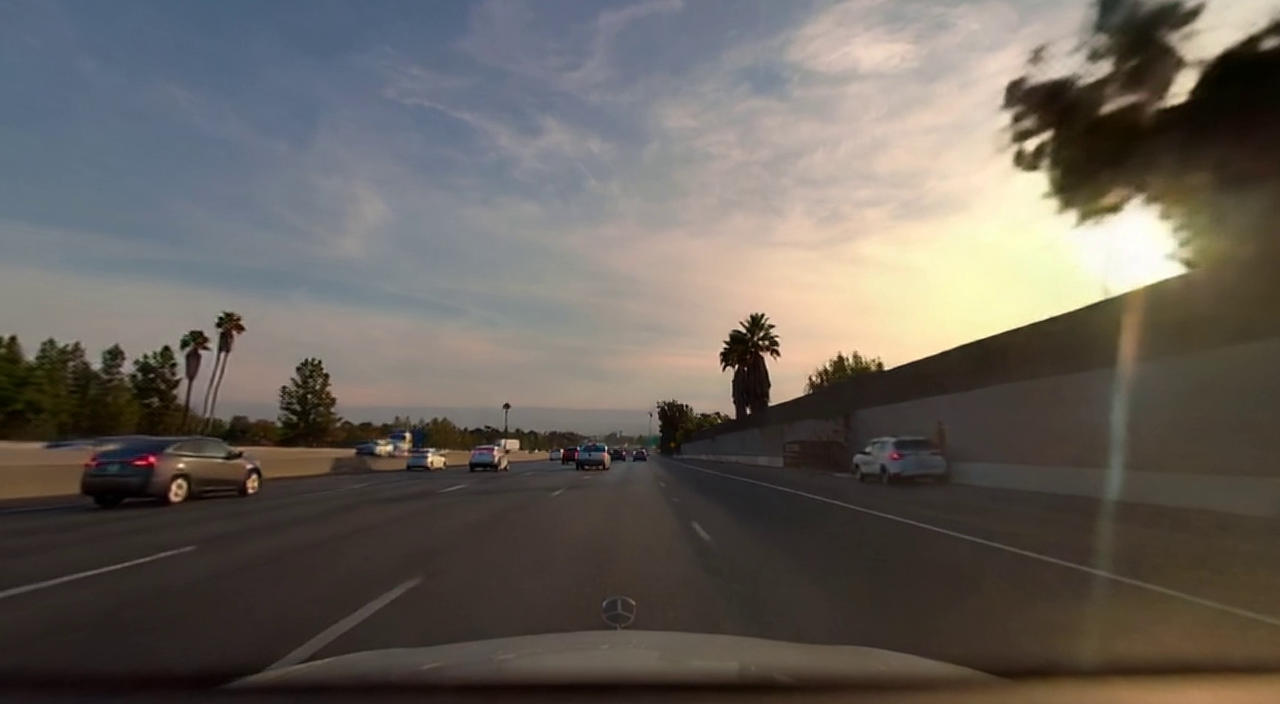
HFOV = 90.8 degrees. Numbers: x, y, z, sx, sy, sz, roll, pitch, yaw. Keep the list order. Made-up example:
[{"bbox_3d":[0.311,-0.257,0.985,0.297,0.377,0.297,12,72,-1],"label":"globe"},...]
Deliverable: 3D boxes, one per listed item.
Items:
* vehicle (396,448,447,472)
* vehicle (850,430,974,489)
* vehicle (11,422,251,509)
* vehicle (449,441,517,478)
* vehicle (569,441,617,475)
[{"bbox_3d":[-15.444,7.629,44.897,1.916,1.610,4.445,0,-9,2],"label":"vehicle"},{"bbox_3d":[10.296,4.144,24.634,2.302,2.014,5.925,0,-9,1],"label":"vehicle"},{"bbox_3d":[-12.612,2.858,16.249,1.986,1.875,4.902,0,-9,1],"label":"vehicle"},{"bbox_3d":[-7.716,5.319,31.534,2.204,1.677,4.438,0,-9,1],"label":"vehicle"},{"bbox_3d":[-2.418,5.577,33.496,2.201,1.672,4.128,0,-9,0],"label":"vehicle"}]
